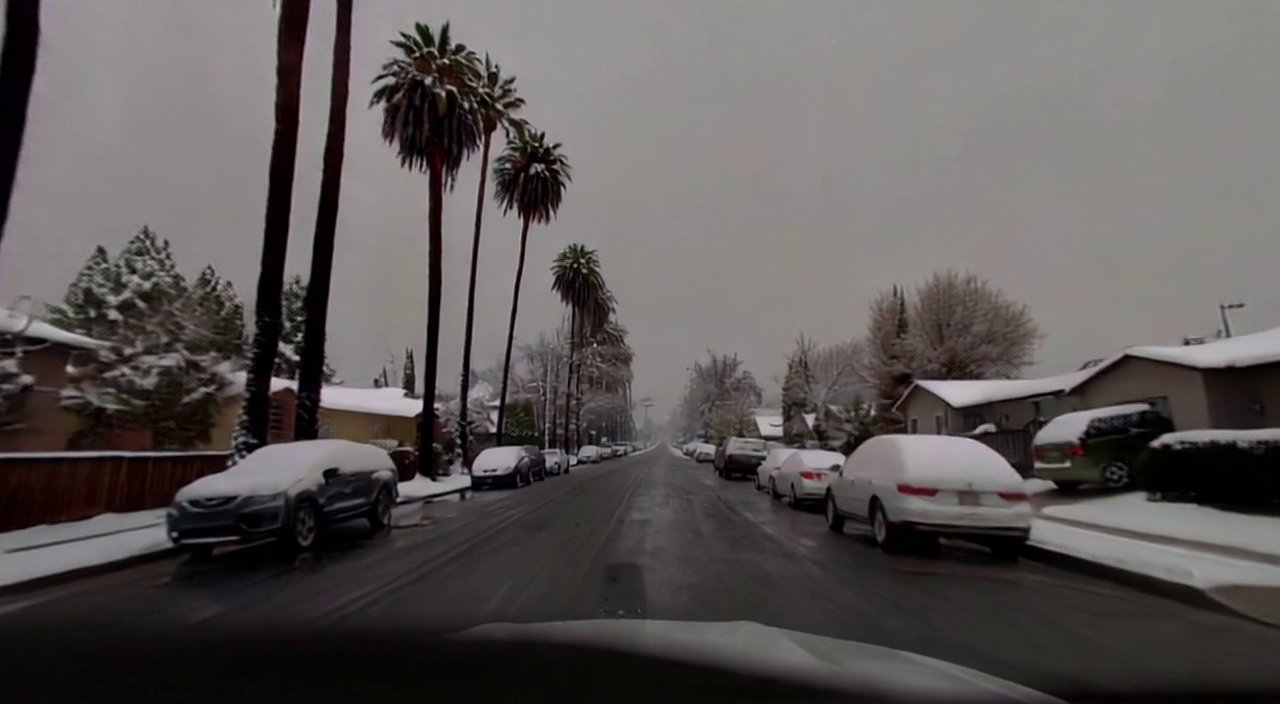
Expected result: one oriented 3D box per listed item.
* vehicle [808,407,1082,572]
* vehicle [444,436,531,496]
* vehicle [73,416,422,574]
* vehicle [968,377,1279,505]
[{"bbox_3d":[4.203,2.022,9.823,1.964,1.889,4.708,1,-10,1],"label":"vehicle"},{"bbox_3d":[-5.221,4.006,22.267,1.947,1.803,4.381,-2,-10,0],"label":"vehicle"},{"bbox_3d":[-5.506,2.129,10.035,2.020,1.819,5.168,-1,-10,2],"label":"vehicle"},{"bbox_3d":[10.856,2.040,14.436,5.235,1.985,2.187,-8,-9,4],"label":"vehicle"}]
